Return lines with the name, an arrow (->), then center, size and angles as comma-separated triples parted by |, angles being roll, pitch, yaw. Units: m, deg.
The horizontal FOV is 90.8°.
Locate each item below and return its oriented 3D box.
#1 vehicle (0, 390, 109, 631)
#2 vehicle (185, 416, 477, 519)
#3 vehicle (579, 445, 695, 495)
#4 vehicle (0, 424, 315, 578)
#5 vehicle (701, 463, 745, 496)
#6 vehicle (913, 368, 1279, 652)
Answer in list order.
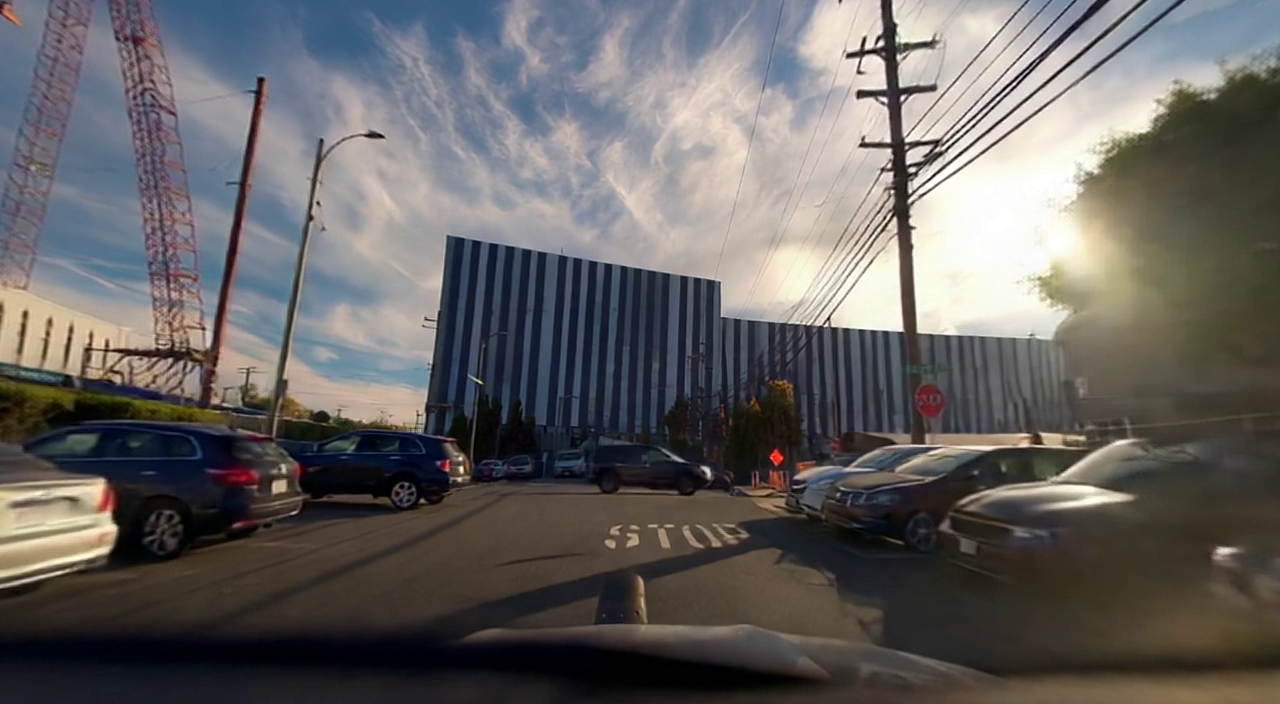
vehicle -> -6.673, 1.132, 4.449 | 4.082, 1.723, 1.896 | 0, -9, 0
vehicle -> -6.332, 2.430, 13.473 | 5.025, 1.648, 2.055 | 4, -9, 0
vehicle -> -0.106, 4.367, 23.622 | 4.157, 1.754, 1.835 | 0, -8, -1
vehicle -> -6.942, 1.691, 7.780 | 4.713, 1.440, 1.984 | 3, -9, 2
vehicle -> 5.059, 7.828, 39.159 | 2.007, 1.804, 4.136 | 0, -8, -2
vehicle -> 4.889, 1.274, 5.127 | 4.450, 1.719, 2.066 | 4, -10, 1
